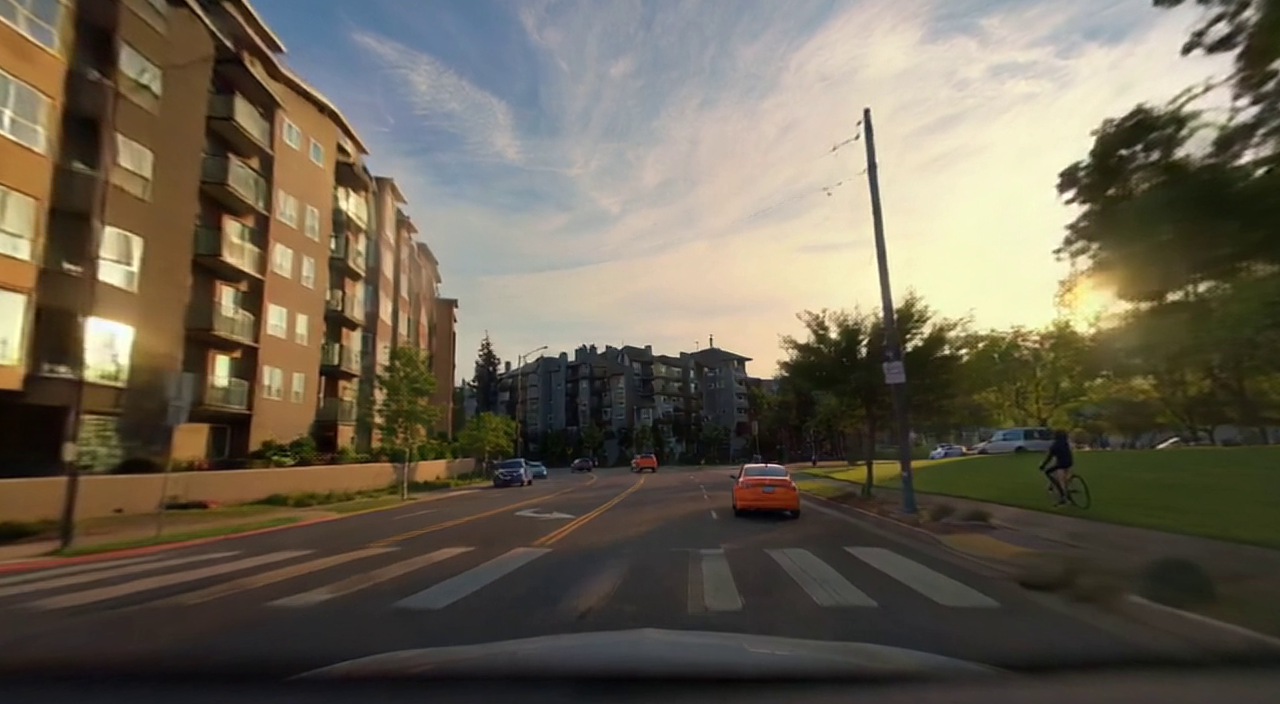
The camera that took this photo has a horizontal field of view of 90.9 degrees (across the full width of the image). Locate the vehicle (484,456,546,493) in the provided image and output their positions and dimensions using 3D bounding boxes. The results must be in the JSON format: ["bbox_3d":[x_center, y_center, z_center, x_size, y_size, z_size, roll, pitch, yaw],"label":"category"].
[{"bbox_3d":[-7.417,7.346,37.991,2.347,1.846,4.915,-6,-10,3],"label":"vehicle"}]

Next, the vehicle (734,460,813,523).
[{"bbox_3d":[3.222,3.438,15.648,1.559,1.351,2.452,-4,-11,5],"label":"vehicle"}]
